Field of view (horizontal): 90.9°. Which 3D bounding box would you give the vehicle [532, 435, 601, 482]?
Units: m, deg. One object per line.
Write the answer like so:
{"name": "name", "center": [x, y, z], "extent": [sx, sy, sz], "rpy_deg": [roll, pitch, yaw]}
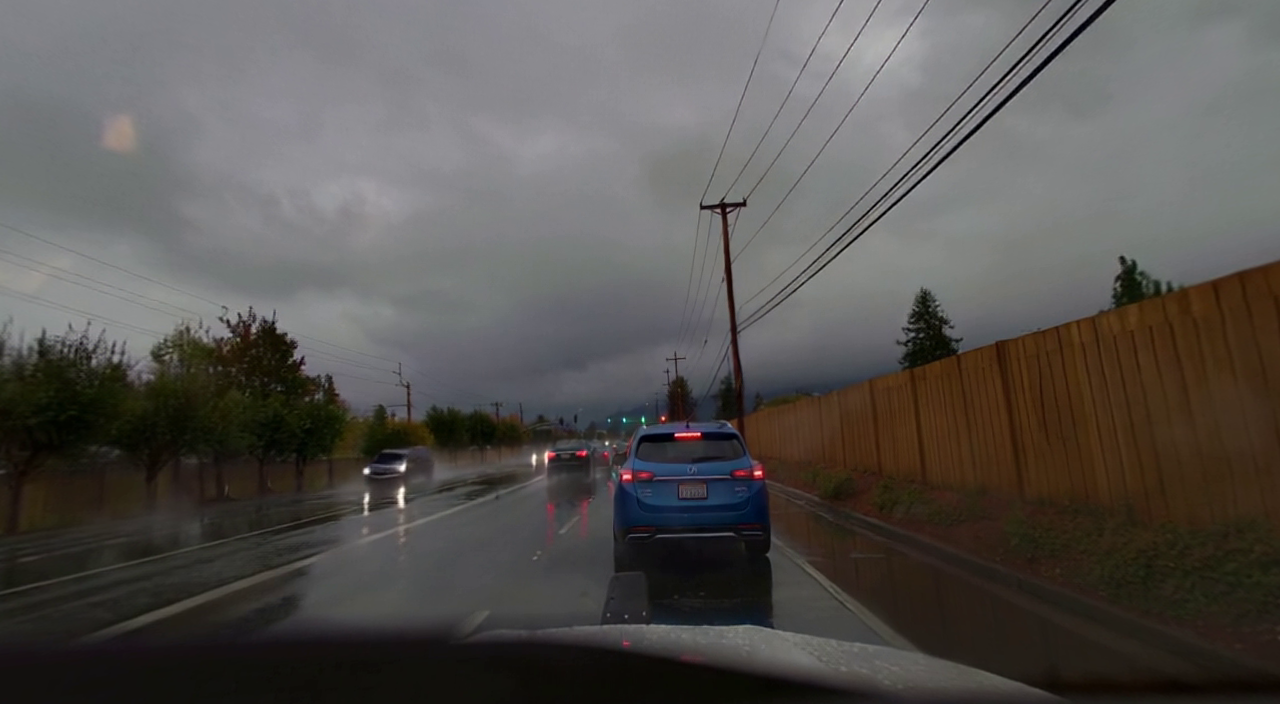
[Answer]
{"name": "vehicle", "center": [-2.704, 4.072, 24.286], "extent": [2.037, 1.639, 4.213], "rpy_deg": [0, -9, 2]}

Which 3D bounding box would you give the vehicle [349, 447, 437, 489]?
{"name": "vehicle", "center": [-11.827, 5.548, 30.620], "extent": [2.187, 1.863, 5.152], "rpy_deg": [0, -9, 0]}

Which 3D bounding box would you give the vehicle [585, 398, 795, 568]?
{"name": "vehicle", "center": [0.488, 1.671, 8.678], "extent": [2.174, 1.749, 4.113], "rpy_deg": [0, -9, -1]}
